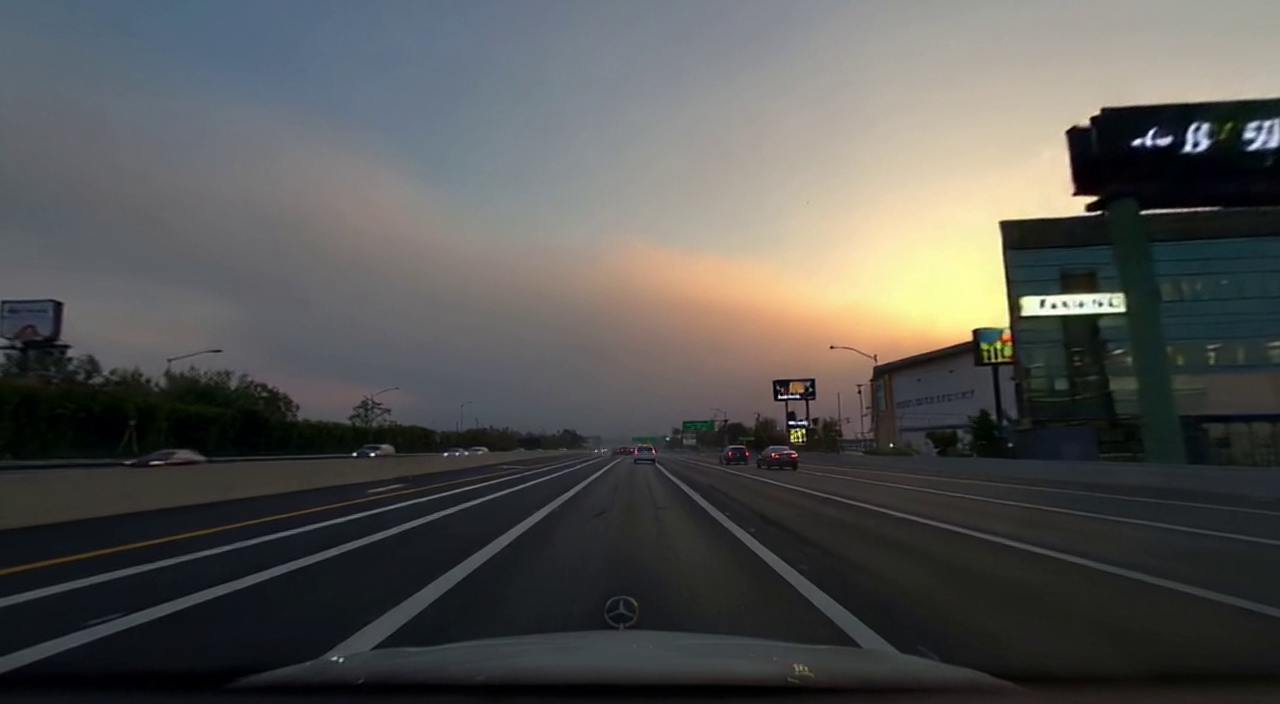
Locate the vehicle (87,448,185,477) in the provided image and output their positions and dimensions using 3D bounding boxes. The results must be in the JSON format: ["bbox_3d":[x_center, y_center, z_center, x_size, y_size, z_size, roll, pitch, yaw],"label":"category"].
[{"bbox_3d":[-29.034,6.344,36.605,1.850,1.489,4.772,0,-9,-1],"label":"vehicle"}]

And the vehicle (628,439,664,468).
[{"bbox_3d":[0.299,6.598,41.307,2.154,1.786,5.045,0,-8,-2],"label":"vehicle"}]

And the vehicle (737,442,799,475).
[{"bbox_3d":[6.263,5.273,31.484,1.976,1.477,4.448,0,-9,-2],"label":"vehicle"}]
